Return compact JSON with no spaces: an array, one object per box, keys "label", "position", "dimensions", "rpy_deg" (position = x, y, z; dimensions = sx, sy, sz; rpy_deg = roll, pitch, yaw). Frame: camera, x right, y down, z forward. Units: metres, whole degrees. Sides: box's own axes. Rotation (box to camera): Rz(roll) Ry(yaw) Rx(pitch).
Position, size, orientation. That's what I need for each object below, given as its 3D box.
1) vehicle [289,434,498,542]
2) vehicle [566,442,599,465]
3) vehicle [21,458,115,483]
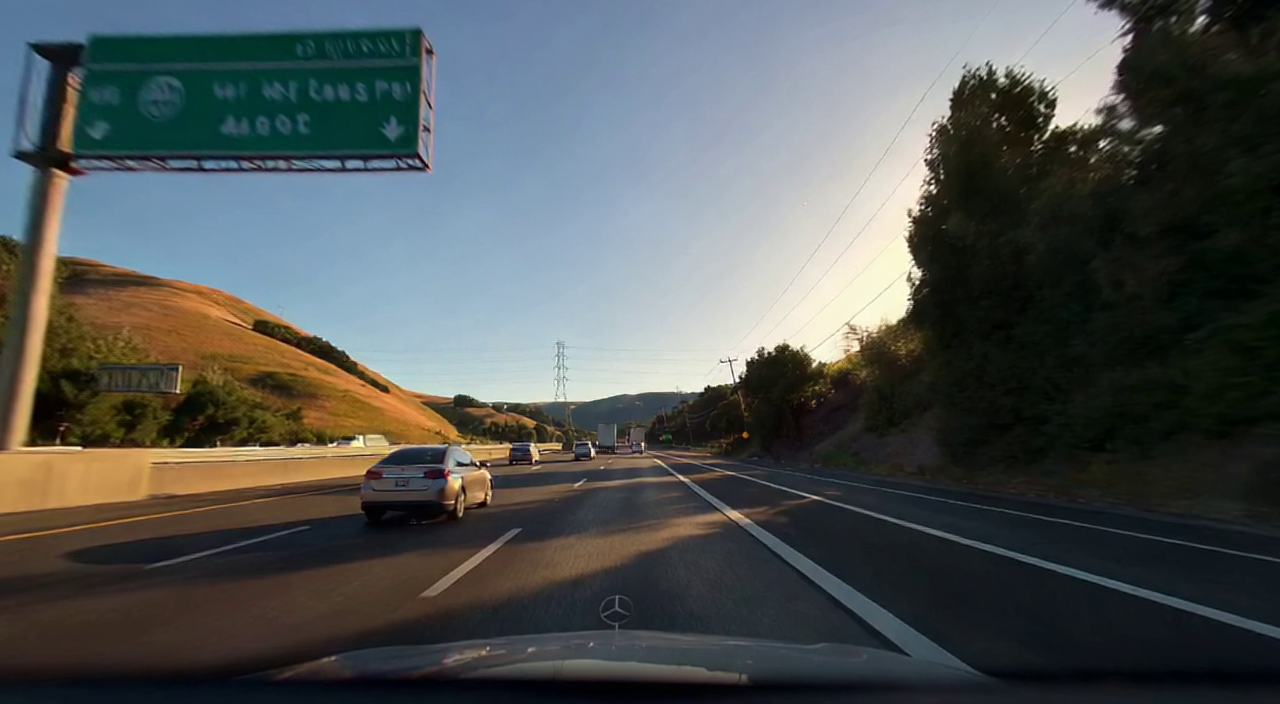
[{"label":"vehicle","position":[-4.051,2.295,11.368],"dimensions":[1.963,1.533,4.477],"rpy_deg":[0,-9,0]},{"label":"vehicle","position":[-4.060,7.245,45.111],"dimensions":[2.038,1.533,4.103],"rpy_deg":[0,-9,-1]},{"label":"vehicle","position":[-38.674,8.002,42.911],"dimensions":[1.941,1.510,4.790],"rpy_deg":[0,-9,-1]}]
